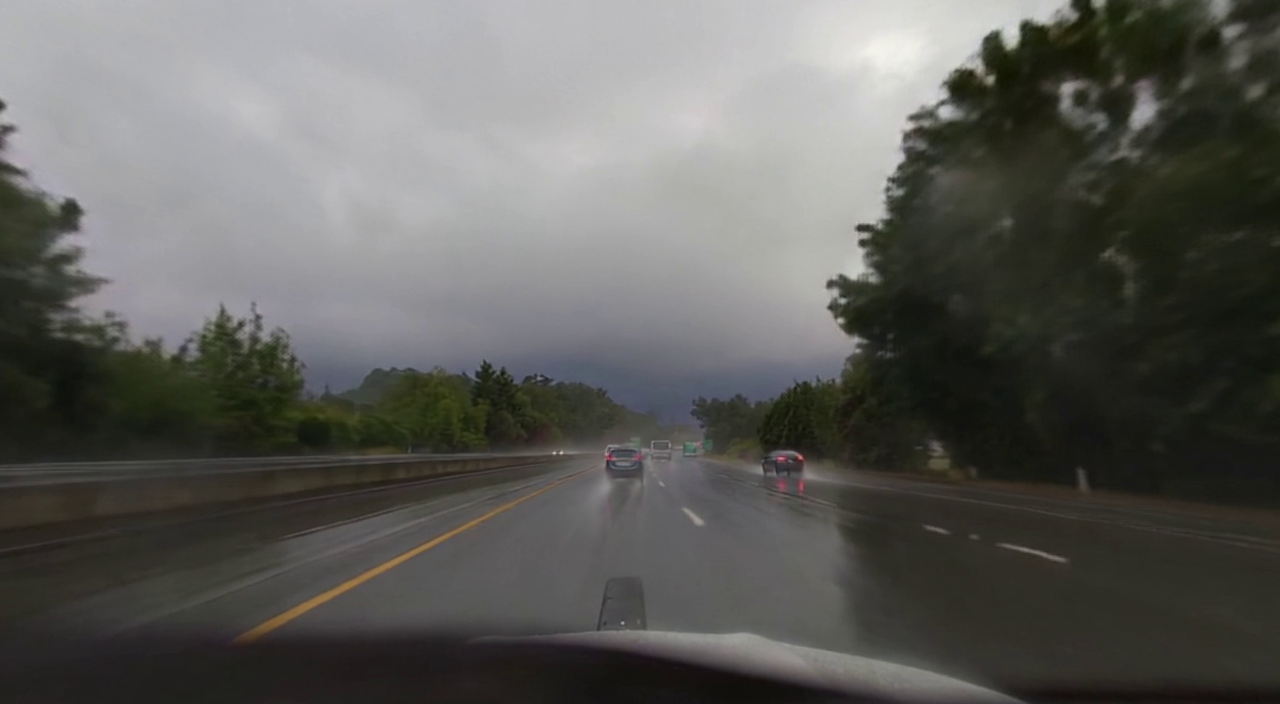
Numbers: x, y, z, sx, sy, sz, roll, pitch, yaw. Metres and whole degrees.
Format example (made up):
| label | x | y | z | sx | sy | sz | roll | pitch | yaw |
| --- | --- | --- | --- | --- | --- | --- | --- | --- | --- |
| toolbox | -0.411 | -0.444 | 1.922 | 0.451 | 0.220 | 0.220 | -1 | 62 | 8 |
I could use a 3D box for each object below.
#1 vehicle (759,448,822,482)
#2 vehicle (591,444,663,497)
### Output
| label | x | y | z | sx | sy | sz | roll | pitch | yaw |
| --- | --- | --- | --- | --- | --- | --- | --- | --- | --- |
| vehicle | 6.985 | 5.252 | 29.611 | 1.926 | 1.483 | 3.528 | 0 | -9 | -2 |
| vehicle | -0.429 | 3.690 | 20.028 | 2.053 | 1.483 | 4.185 | 0 | -9 | -2 |
